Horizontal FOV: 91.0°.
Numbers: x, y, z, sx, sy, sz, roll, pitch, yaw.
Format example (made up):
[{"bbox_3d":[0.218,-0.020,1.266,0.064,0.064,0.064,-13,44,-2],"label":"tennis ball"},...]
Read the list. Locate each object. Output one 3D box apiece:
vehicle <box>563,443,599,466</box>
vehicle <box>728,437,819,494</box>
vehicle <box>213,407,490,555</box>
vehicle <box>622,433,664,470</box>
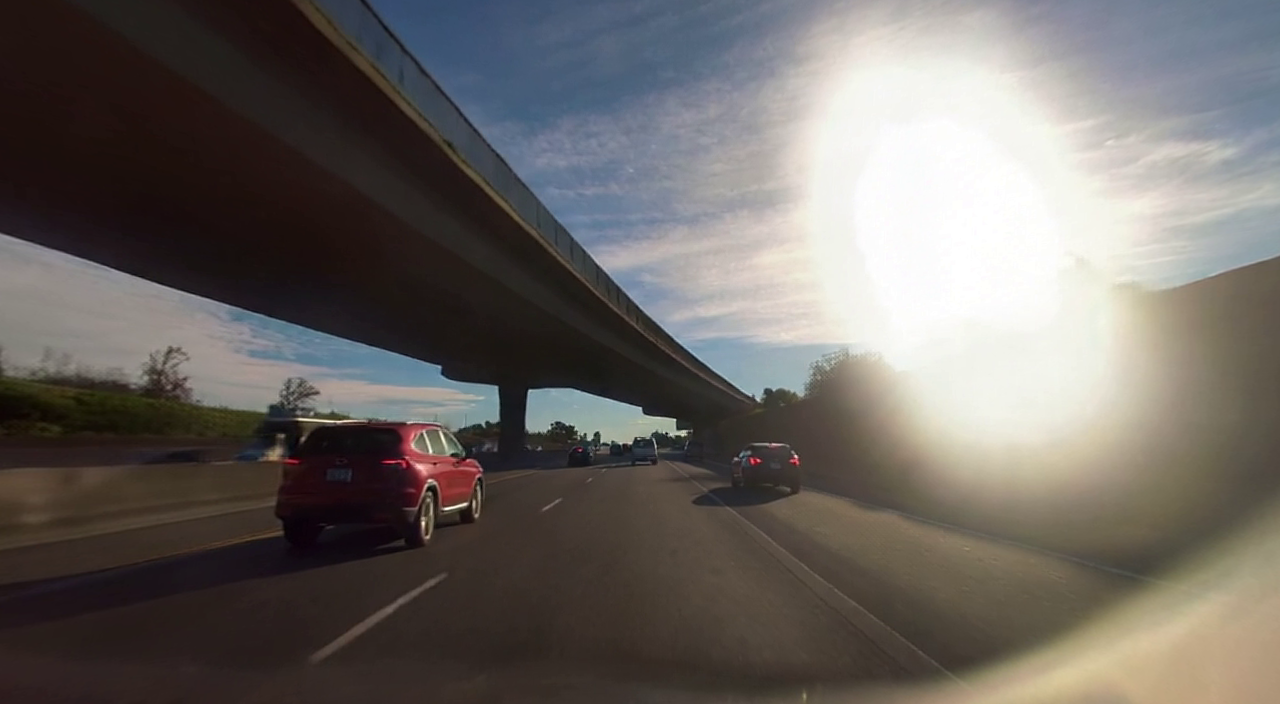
[{"bbox_3d":[-4.063,7.100,43.845,1.994,1.475,4.171,0,-9,1],"label":"vehicle"},{"bbox_3d":[3.948,3.413,19.244,1.959,1.554,3.795,0,-9,0],"label":"vehicle"},{"bbox_3d":[-4.005,1.879,9.857,2.089,1.751,4.515,0,-9,1],"label":"vehicle"},{"bbox_3d":[0.166,5.553,35.174,2.155,1.909,4.529,0,-8,0],"label":"vehicle"}]
